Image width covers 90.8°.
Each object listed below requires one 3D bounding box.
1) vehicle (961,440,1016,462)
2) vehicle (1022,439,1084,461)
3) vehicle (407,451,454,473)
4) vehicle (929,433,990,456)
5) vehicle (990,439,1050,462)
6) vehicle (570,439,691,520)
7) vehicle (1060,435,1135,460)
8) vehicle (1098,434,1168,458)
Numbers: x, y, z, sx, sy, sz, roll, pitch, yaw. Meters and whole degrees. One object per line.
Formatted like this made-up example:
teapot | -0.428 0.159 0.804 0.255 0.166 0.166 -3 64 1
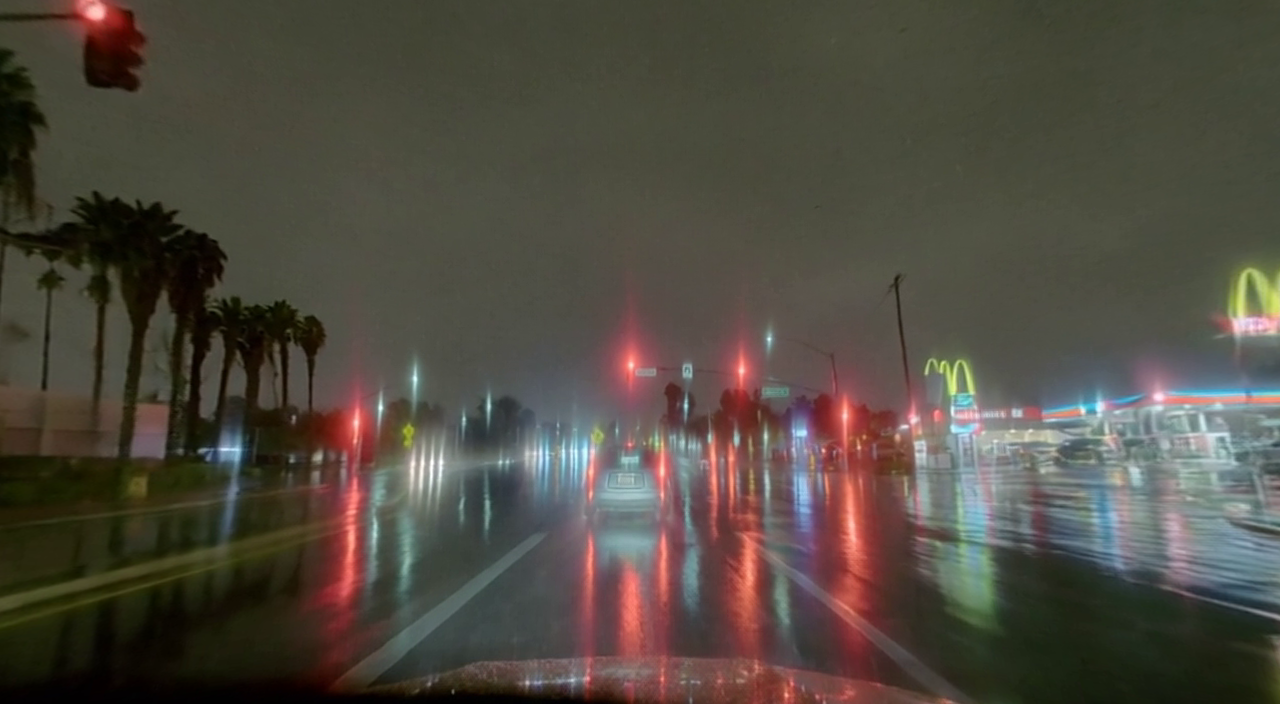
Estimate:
vehicle | 24.441 6.941 44.466 1.738 1.462 3.609 0 -8 -1
vehicle | 28.975 6.882 44.452 1.848 1.467 3.941 -1 -8 3
vehicle | -15.499 8.111 46.967 1.896 1.508 4.659 0 -8 -1
vehicle | 24.736 7.168 49.035 3.783 1.560 1.853 -5 -10 14
vehicle | 26.509 6.887 44.227 1.923 1.501 3.849 -1 -8 2
vehicle | -0.167 2.731 14.145 2.270 1.475 4.571 0 -8 0
vehicle | 31.934 6.696 44.282 1.903 1.630 4.320 0 -8 -1
vehicle | 34.561 6.605 44.413 1.824 1.643 3.789 0 -8 -1
